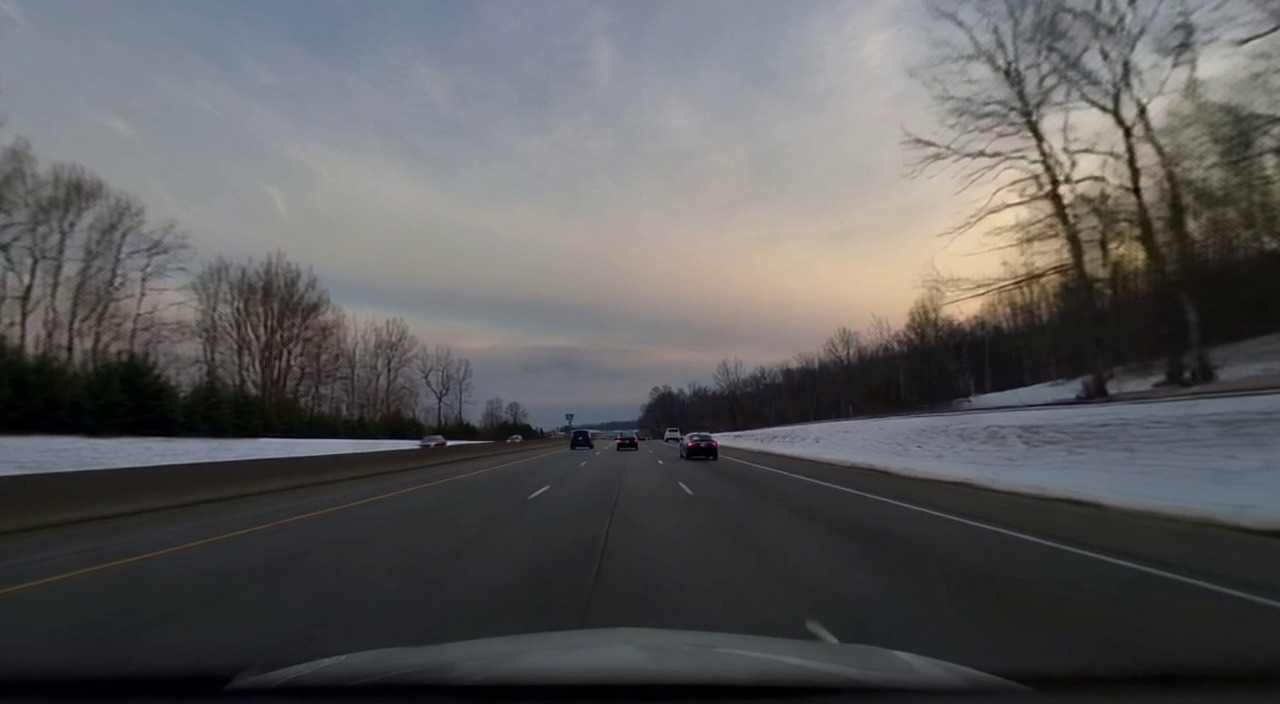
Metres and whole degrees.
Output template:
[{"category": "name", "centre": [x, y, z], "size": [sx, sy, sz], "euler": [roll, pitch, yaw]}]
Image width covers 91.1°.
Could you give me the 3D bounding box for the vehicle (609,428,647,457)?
[{"category": "vehicle", "centre": [-0.738, 5.504, 38.408], "size": [2.182, 1.680, 4.253], "euler": [0, -8, -1]}]

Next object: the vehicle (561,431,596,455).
[{"category": "vehicle", "centre": [-4.140, 6.204, 42.822], "size": [2.041, 1.546, 4.080], "euler": [0, -8, -1]}]

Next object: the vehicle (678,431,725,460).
[{"category": "vehicle", "centre": [3.343, 5.174, 35.019], "size": [2.056, 1.479, 4.660], "euler": [0, -8, -1]}]
